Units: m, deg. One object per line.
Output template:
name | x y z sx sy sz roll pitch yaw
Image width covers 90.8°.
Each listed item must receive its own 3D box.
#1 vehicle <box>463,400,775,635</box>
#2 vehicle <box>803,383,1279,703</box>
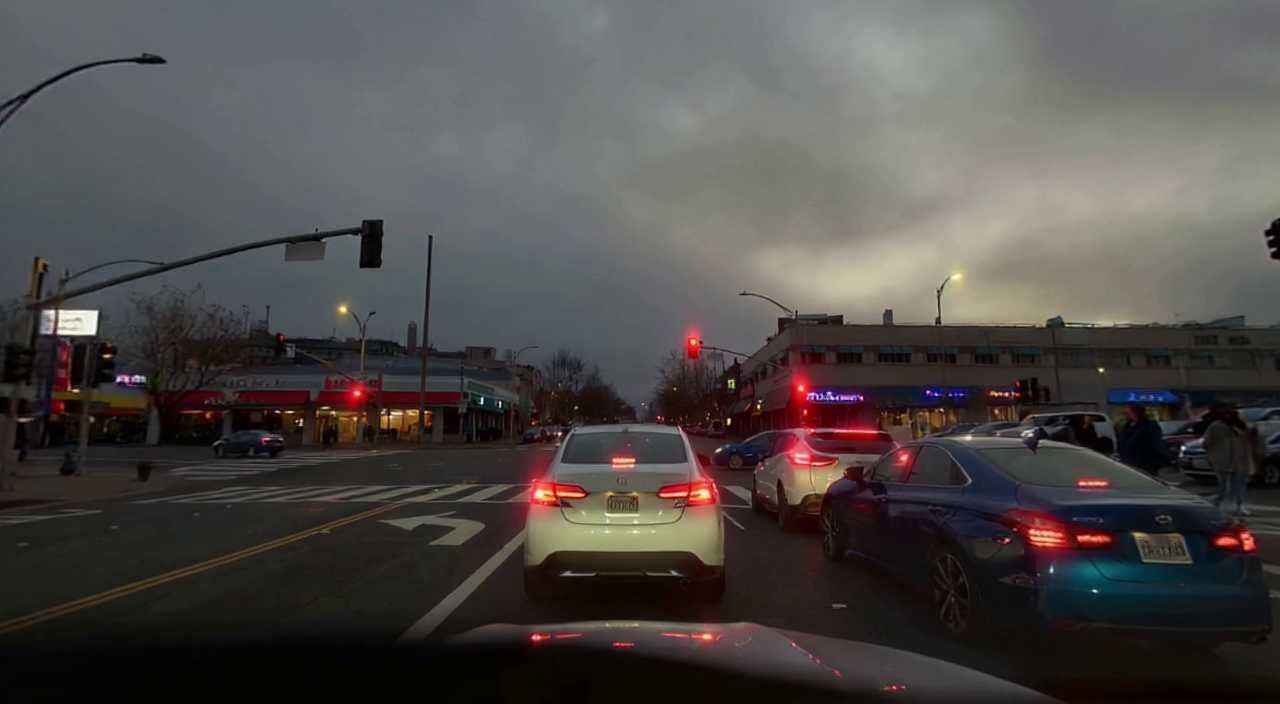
vehicle | -0.144 1.477 6.738 2.123 1.589 4.702 0 -8 0
vehicle | 3.036 1.307 5.440 1.983 1.654 4.354 0 -8 -1
